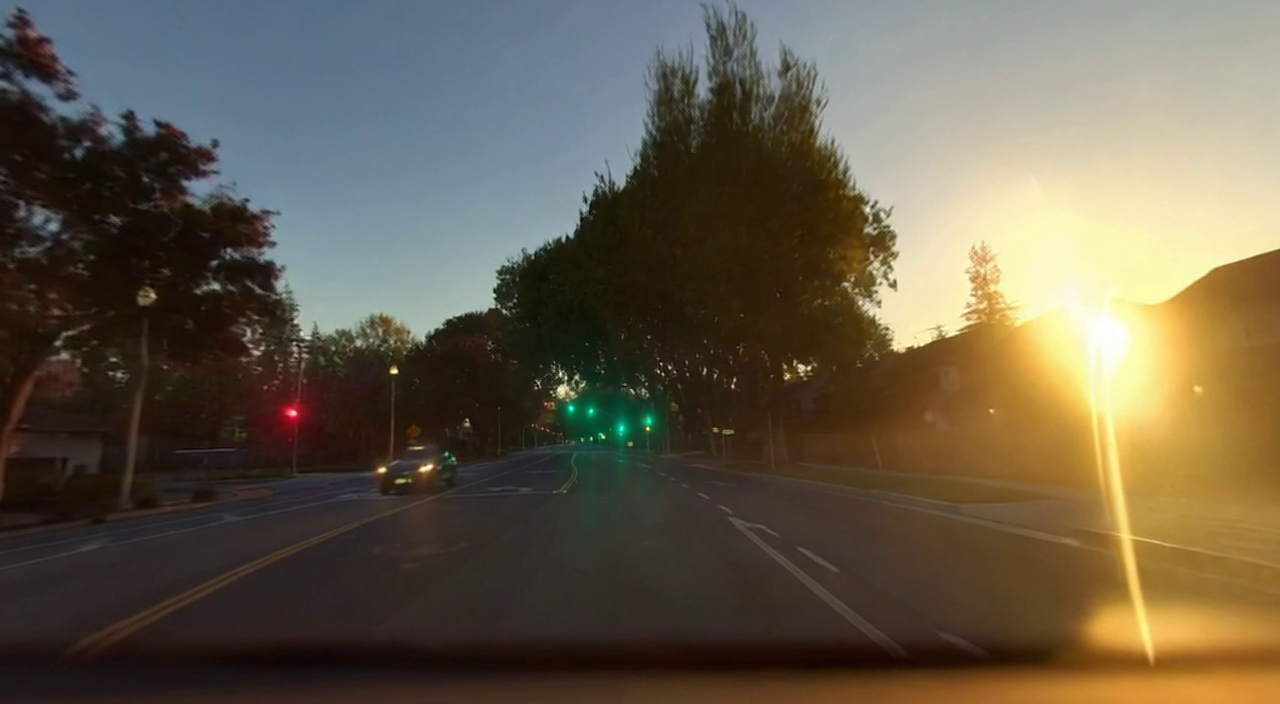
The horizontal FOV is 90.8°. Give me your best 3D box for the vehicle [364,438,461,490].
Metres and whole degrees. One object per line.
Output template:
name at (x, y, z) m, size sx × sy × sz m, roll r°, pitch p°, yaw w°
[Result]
vehicle at (-8.559, 4.231, 24.247) m, size 2.175 × 1.796 × 4.605 m, roll 0°, pitch -9°, yaw -3°
